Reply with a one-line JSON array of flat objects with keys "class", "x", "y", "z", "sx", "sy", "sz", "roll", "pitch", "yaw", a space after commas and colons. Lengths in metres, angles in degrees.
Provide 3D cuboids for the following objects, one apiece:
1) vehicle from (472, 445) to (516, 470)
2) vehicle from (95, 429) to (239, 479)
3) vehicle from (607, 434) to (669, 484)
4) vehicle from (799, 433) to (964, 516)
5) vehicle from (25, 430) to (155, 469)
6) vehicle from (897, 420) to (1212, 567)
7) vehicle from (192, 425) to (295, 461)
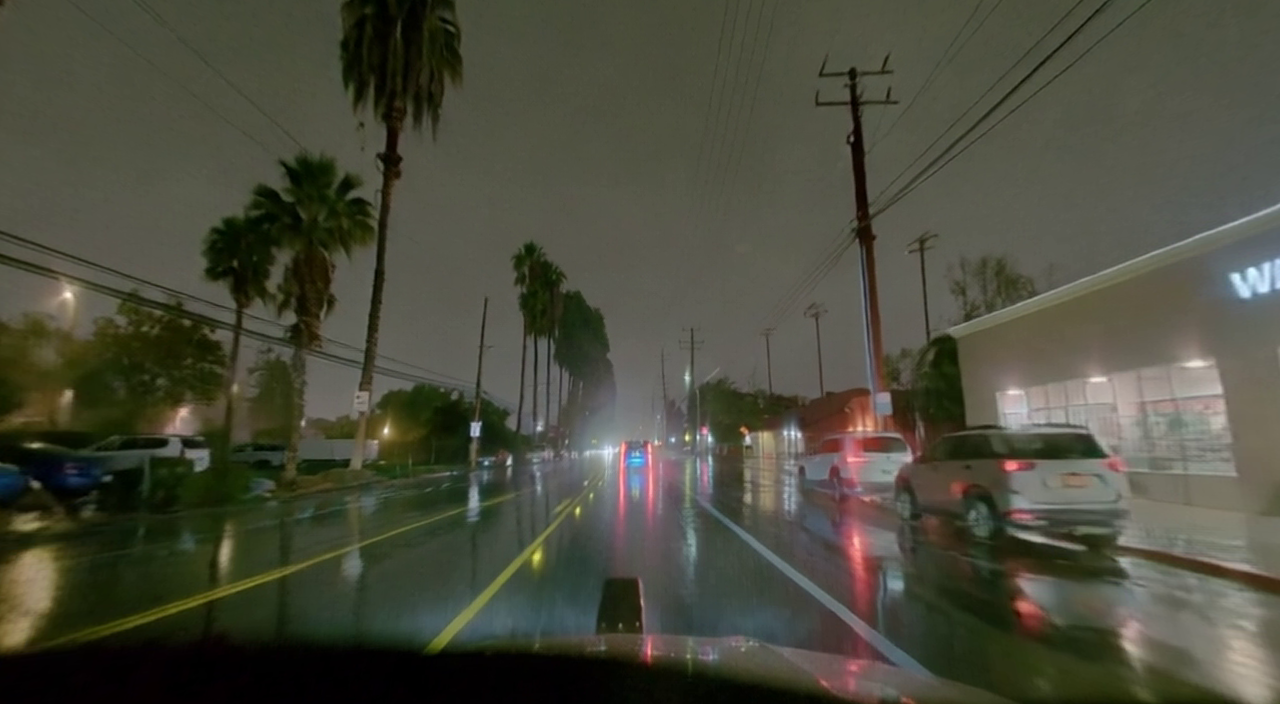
[{"class": "vehicle", "x": -10.404, "y": 7.533, "z": 45.168, "sx": 2.075, "sy": 1.693, "sz": 4.696, "roll": 0, "pitch": -9, "yaw": -1}, {"class": "vehicle", "x": -17.537, "y": 3.805, "z": 23.717, "sx": 2.084, "sy": 1.678, "sz": 4.707, "roll": 1, "pitch": -9, "yaw": -6}, {"class": "vehicle", "x": -0.113, "y": 4.207, "z": 25.055, "sx": 2.264, "sy": 1.798, "sz": 4.563, "roll": 0, "pitch": -9, "yaw": -1}, {"class": "vehicle", "x": 5.965, "y": 3.075, "z": 16.444, "sx": 2.153, "sy": 1.801, "sz": 5.163, "roll": 0, "pitch": -9, "yaw": -1}, {"class": "vehicle", "x": -22.842, "y": 4.076, "z": 26.402, "sx": 1.829, "sy": 1.492, "sz": 4.487, "roll": 1, "pitch": -9, "yaw": -8}, {"class": "vehicle", "x": 6.042, "y": 2.084, "z": 10.049, "sx": 1.945, "sy": 1.791, "sz": 4.460, "roll": 0, "pitch": -9, "yaw": 0}, {"class": "vehicle", "x": -20.838, "y": 4.769, "z": 33.195, "sx": 1.911, "sy": 1.762, "sz": 4.127, "roll": -8, "pitch": -11, "yaw": 43}]
